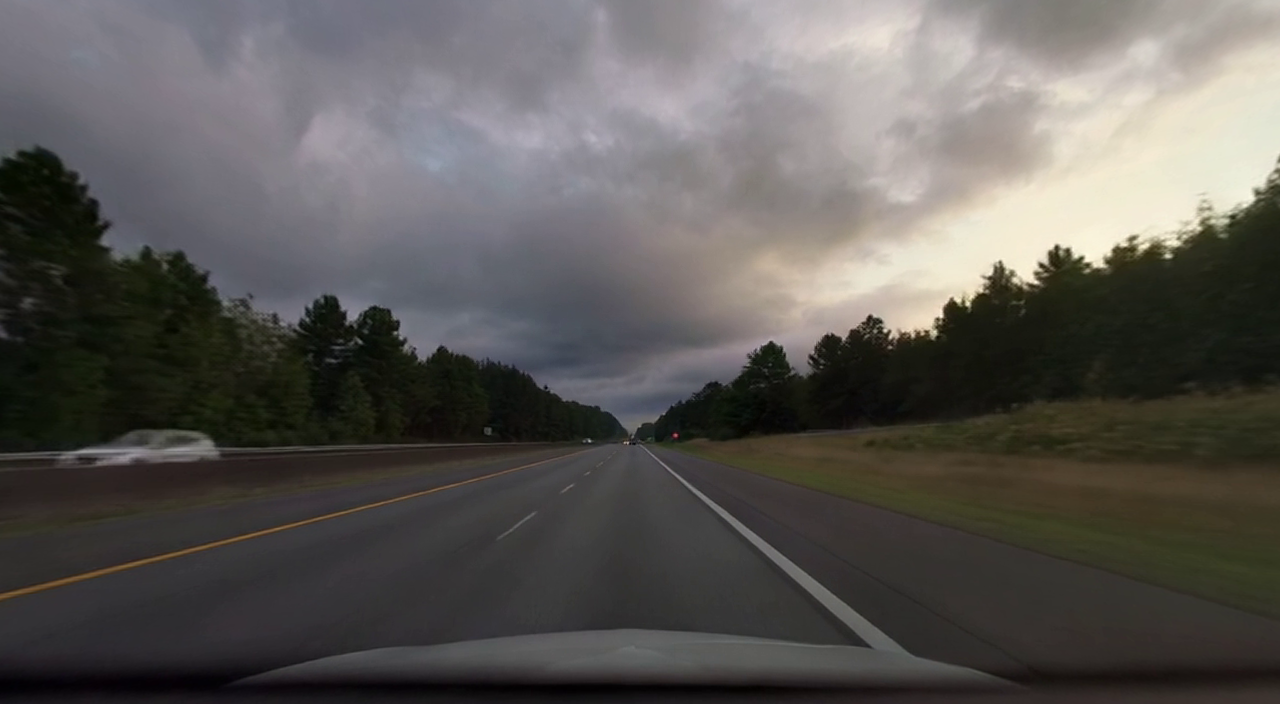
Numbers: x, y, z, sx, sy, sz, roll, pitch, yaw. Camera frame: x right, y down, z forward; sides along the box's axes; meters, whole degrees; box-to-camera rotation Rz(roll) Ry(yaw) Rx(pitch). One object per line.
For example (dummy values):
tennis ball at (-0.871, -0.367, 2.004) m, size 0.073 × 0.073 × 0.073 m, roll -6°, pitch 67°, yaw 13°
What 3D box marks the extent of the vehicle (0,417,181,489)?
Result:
vehicle at (-15.033, 2.634, 16.685) m, size 1.993 × 1.631 × 4.899 m, roll 0°, pitch -8°, yaw 0°
